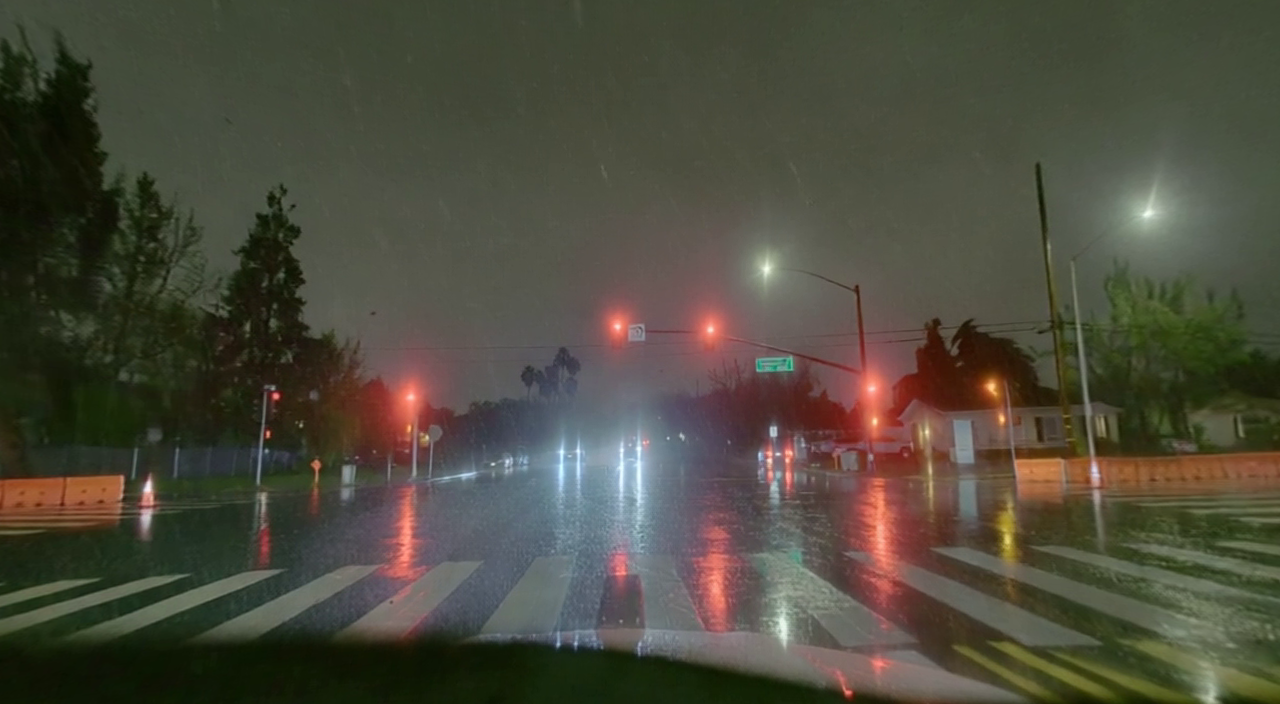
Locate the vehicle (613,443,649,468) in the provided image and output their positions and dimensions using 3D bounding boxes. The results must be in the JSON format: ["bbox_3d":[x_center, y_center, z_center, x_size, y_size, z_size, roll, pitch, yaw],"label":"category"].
[{"bbox_3d":[-0.562,6.508,39.941,2.105,1.457,4.173,0,-8,-1],"label":"vehicle"}]

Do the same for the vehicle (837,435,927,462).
[{"bbox_3d":[15.374,6.175,40.316,4.892,1.656,1.856,0,-8,0],"label":"vehicle"}]

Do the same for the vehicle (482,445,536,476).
[{"bbox_3d":[-6.617,5.530,32.366,1.881,1.452,4.121,0,-8,0],"label":"vehicle"}]

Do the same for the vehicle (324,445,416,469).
[{"bbox_3d":[-16.413,6.380,38.602,4.713,1.409,1.918,0,-8,-2],"label":"vehicle"}]
